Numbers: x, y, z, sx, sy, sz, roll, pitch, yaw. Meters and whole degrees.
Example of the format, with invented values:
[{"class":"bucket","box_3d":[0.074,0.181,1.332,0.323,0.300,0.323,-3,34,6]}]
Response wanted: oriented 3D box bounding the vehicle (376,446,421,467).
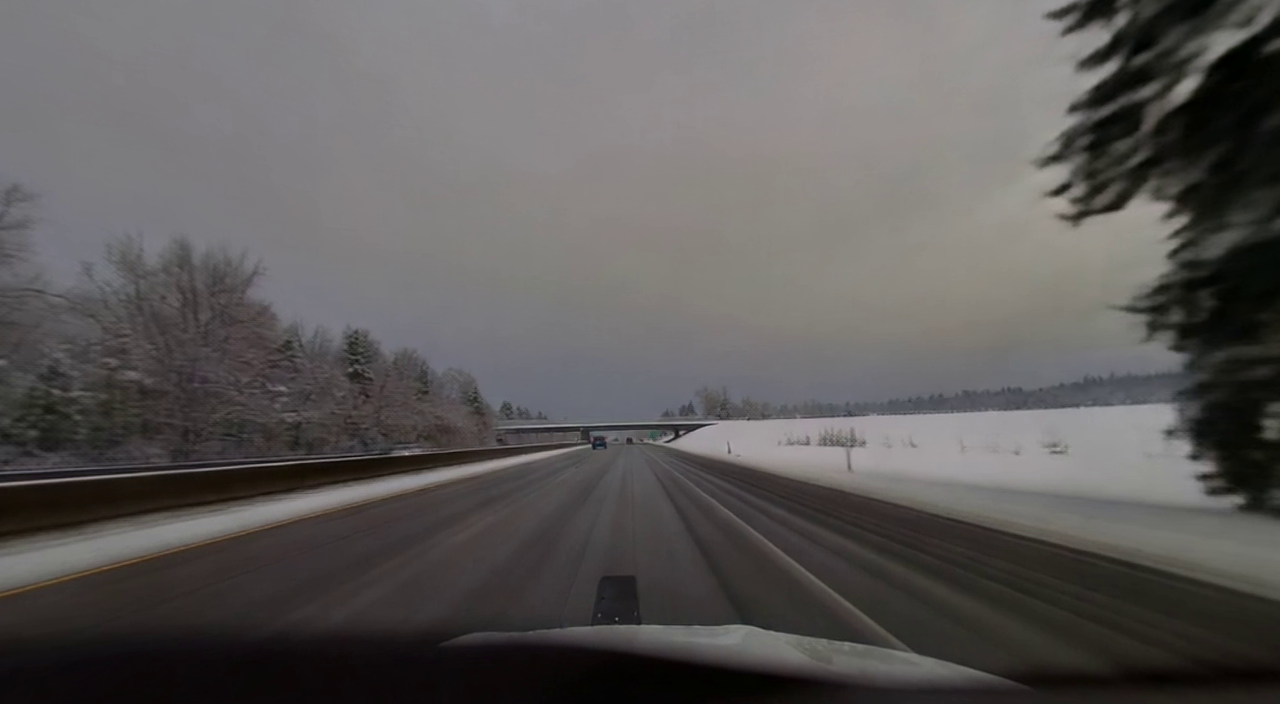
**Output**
[{"class":"vehicle","box_3d":[-18.064,7.834,47.316,1.817,1.435,4.153,0,-8,-1]}]
